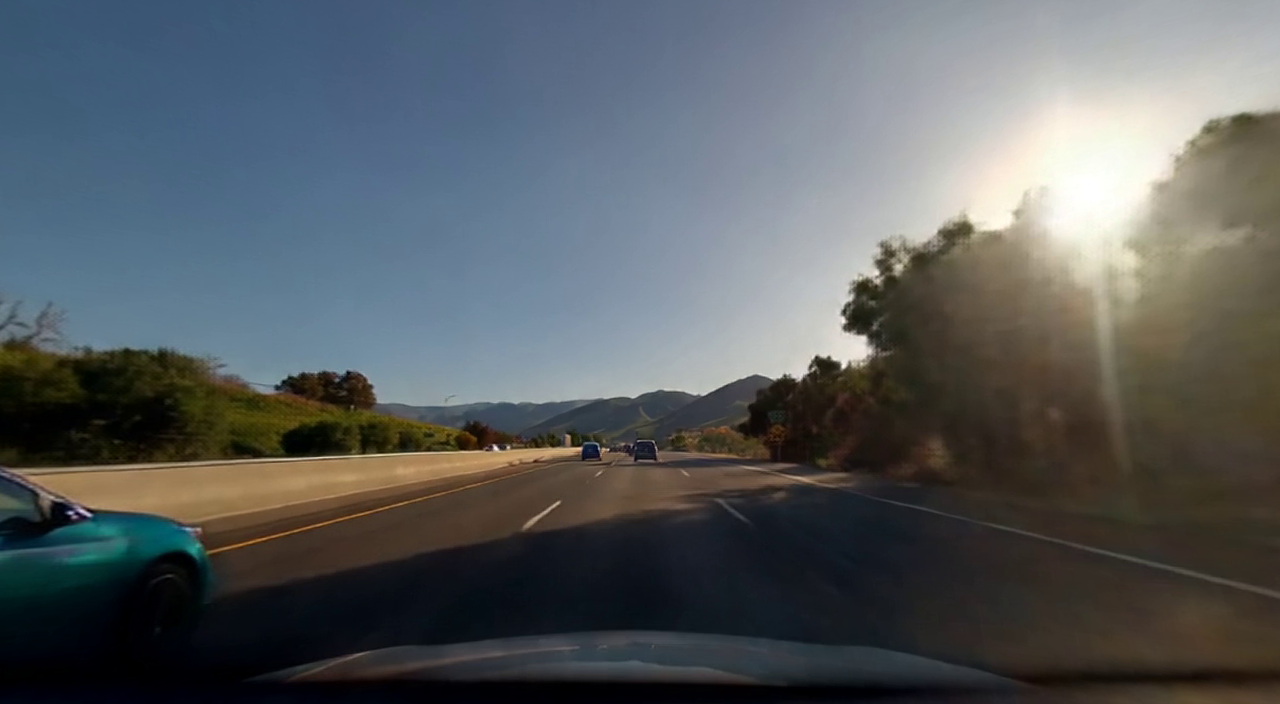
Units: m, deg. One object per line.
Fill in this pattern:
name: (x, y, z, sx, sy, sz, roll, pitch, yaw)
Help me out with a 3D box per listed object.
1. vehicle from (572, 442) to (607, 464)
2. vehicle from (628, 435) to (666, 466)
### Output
vehicle: (-3.537, 7.188, 45.015, 2.082, 1.485, 4.237, 0, -8, 1)
vehicle: (0.415, 6.256, 40.061, 2.272, 1.836, 4.866, 0, -8, 0)
